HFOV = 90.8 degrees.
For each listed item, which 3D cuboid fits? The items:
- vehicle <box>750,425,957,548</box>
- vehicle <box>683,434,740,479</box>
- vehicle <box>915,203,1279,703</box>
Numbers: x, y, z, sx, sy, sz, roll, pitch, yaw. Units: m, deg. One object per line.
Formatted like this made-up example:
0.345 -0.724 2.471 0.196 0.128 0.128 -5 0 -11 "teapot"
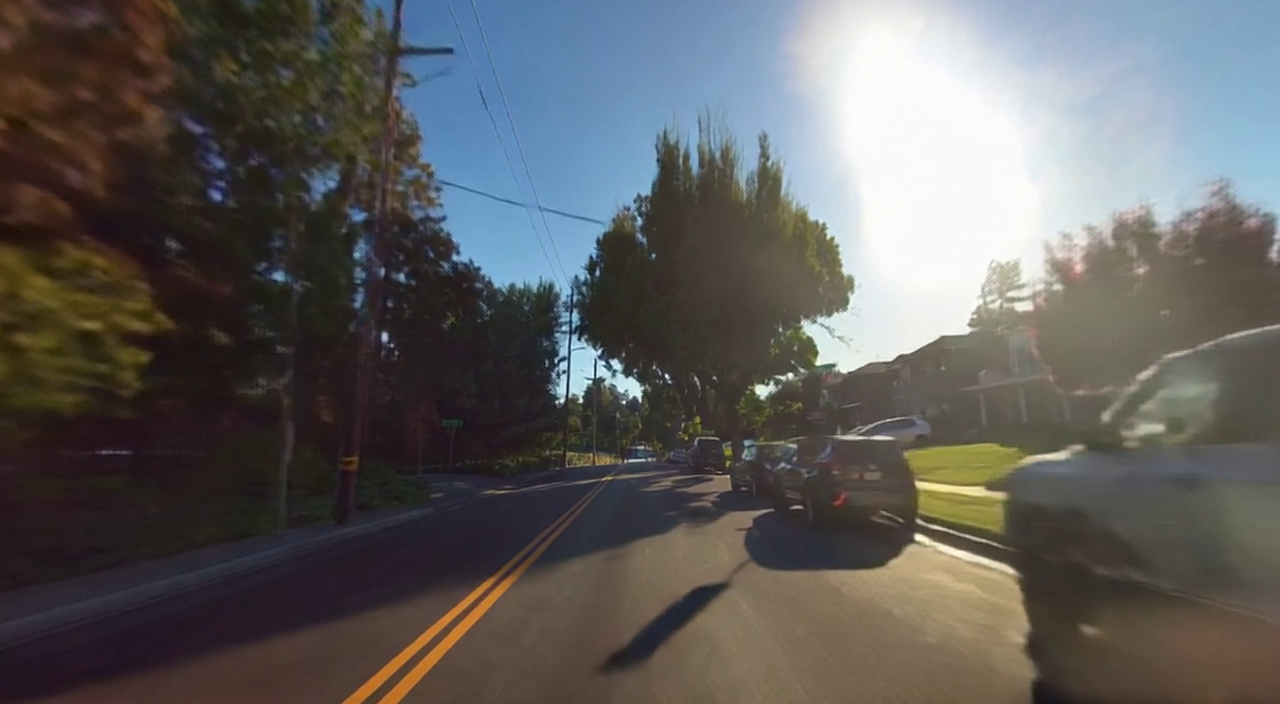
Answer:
3.330 2.202 11.153 1.848 1.624 5.200 0 -8 0 "vehicle"
3.296 4.941 30.100 2.020 1.900 5.202 0 -8 -1 "vehicle"
3.266 0.528 1.881 2.347 2.070 5.735 0 -8 1 "vehicle"
